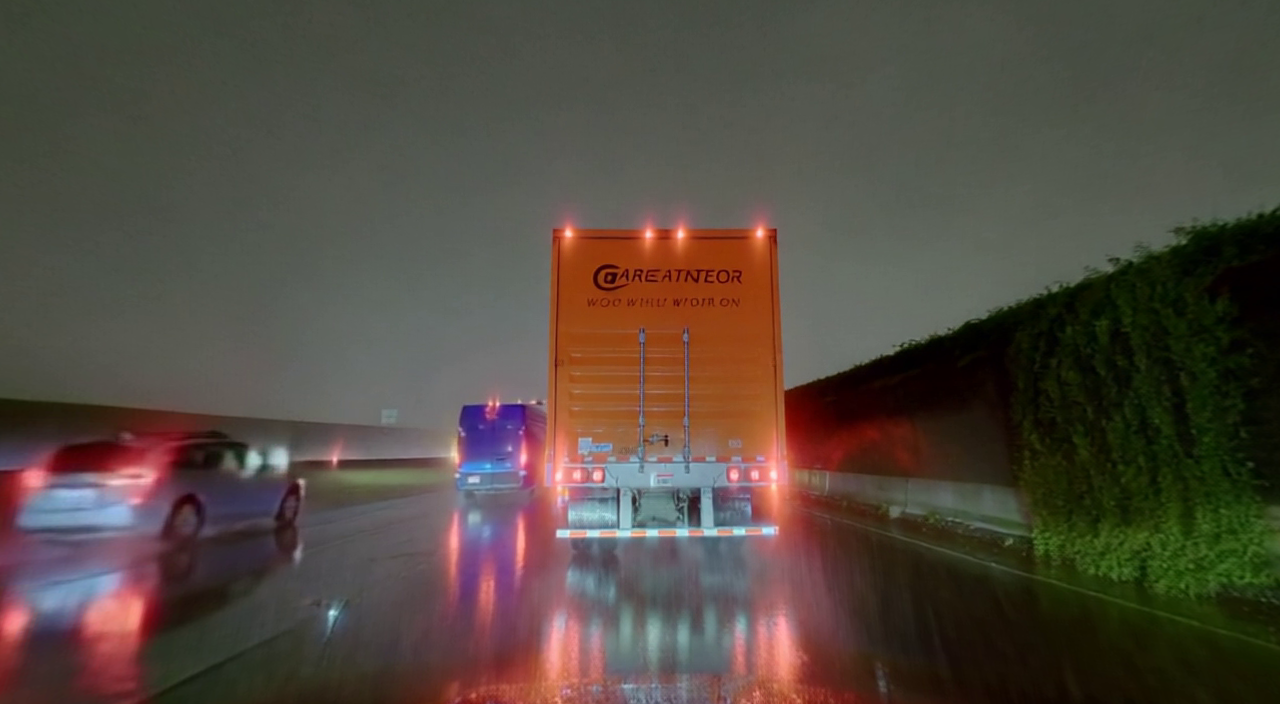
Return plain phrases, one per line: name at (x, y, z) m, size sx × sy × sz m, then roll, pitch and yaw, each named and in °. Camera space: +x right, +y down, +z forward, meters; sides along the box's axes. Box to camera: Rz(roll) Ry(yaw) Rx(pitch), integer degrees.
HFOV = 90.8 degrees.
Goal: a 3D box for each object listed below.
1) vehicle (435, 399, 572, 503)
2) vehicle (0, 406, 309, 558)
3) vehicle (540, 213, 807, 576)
vehicle at (-4.411, 3.622, 23.177) m, size 2.790 × 2.893 × 10.715 m, roll 0°, pitch -9°, yaw -1°
vehicle at (-8.492, 2.195, 11.349) m, size 2.174 × 2.059 × 5.314 m, roll 0°, pitch -9°, yaw 0°
vehicle at (0.484, 1.219, 12.281) m, size 2.853 × 4.054 × 10.557 m, roll 0°, pitch -9°, yaw 1°
